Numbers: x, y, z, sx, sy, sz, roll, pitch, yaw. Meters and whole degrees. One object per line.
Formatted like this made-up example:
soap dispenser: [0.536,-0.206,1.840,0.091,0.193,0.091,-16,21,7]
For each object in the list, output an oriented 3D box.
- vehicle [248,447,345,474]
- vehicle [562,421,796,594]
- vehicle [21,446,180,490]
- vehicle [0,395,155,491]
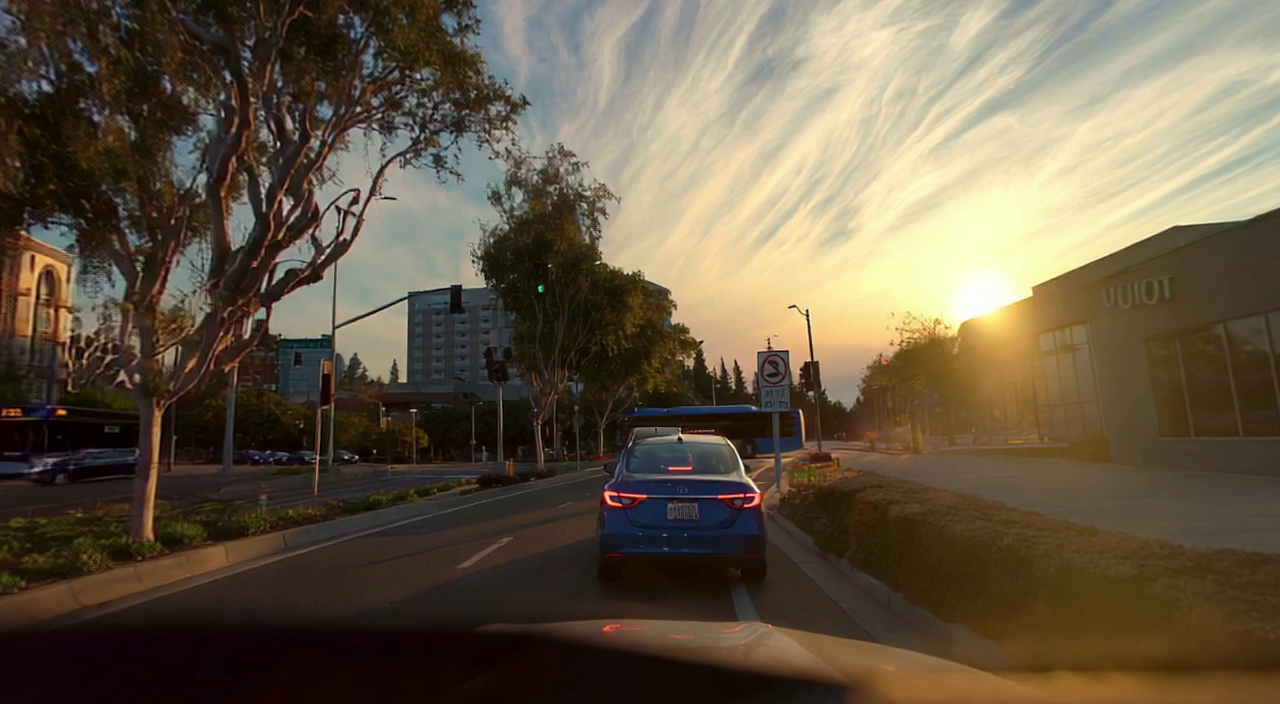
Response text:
vehicle: [-20.291,6.379,37.590,1.883,1.461,4.830,-4,-9,23]
vehicle: [0.372,1.622,7.394,2.006,1.470,3.799,0,-8,1]
vehicle: [-22.122,4.723,26.183,1.892,1.645,4.561,-3,-9,20]
vehicle: [-25.949,3.643,25.324,2.692,3.685,10.153,-3,-9,20]
